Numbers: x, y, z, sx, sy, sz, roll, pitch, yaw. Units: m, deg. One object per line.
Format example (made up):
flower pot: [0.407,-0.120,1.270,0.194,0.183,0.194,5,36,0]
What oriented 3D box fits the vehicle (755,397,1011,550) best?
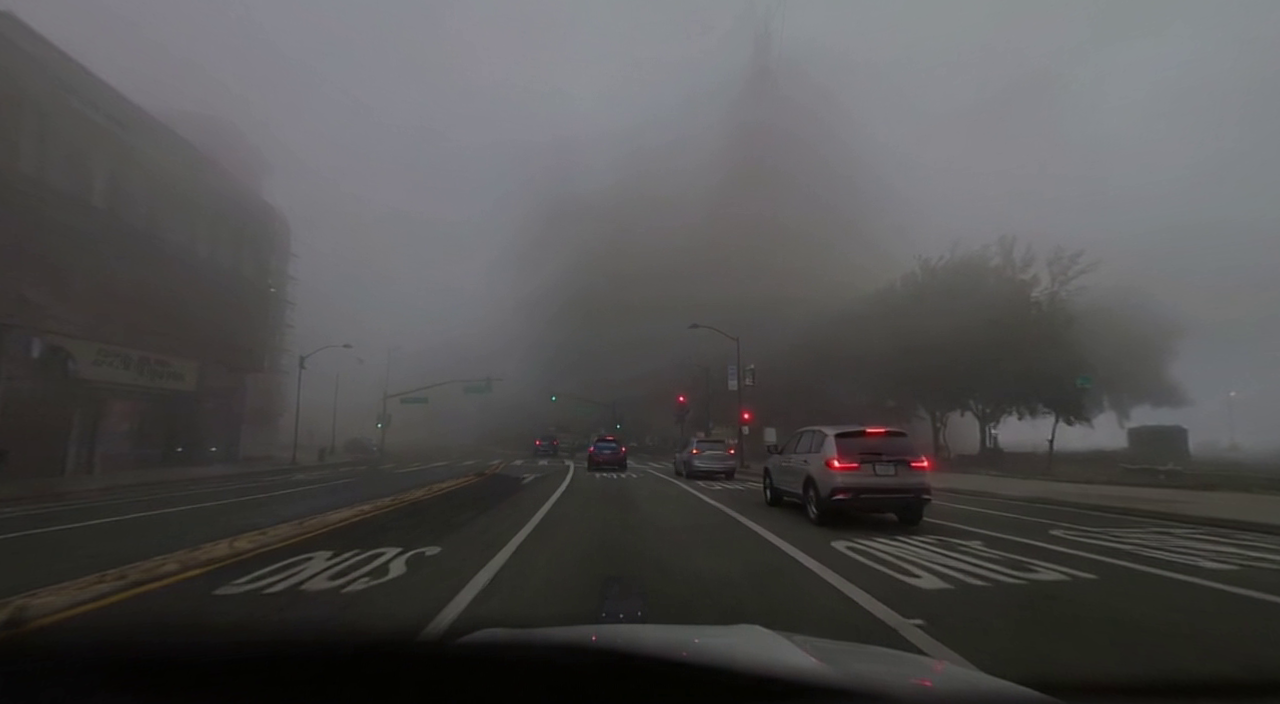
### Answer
vehicle: [3.250,1.742,9.647,2.046,1.768,4.370,0,-8,-2]

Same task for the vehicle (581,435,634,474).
vehicle: [-1.477,4.364,27.134,2.068,1.512,3.987,1,-9,-6]

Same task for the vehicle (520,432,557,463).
vehicle: [-7.210,6.737,45.107,2.462,2.079,5.117,1,-7,-9]

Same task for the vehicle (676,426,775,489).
vehicle: [2.547,3.272,20.117,2.216,1.750,4.520,0,-8,-4]
